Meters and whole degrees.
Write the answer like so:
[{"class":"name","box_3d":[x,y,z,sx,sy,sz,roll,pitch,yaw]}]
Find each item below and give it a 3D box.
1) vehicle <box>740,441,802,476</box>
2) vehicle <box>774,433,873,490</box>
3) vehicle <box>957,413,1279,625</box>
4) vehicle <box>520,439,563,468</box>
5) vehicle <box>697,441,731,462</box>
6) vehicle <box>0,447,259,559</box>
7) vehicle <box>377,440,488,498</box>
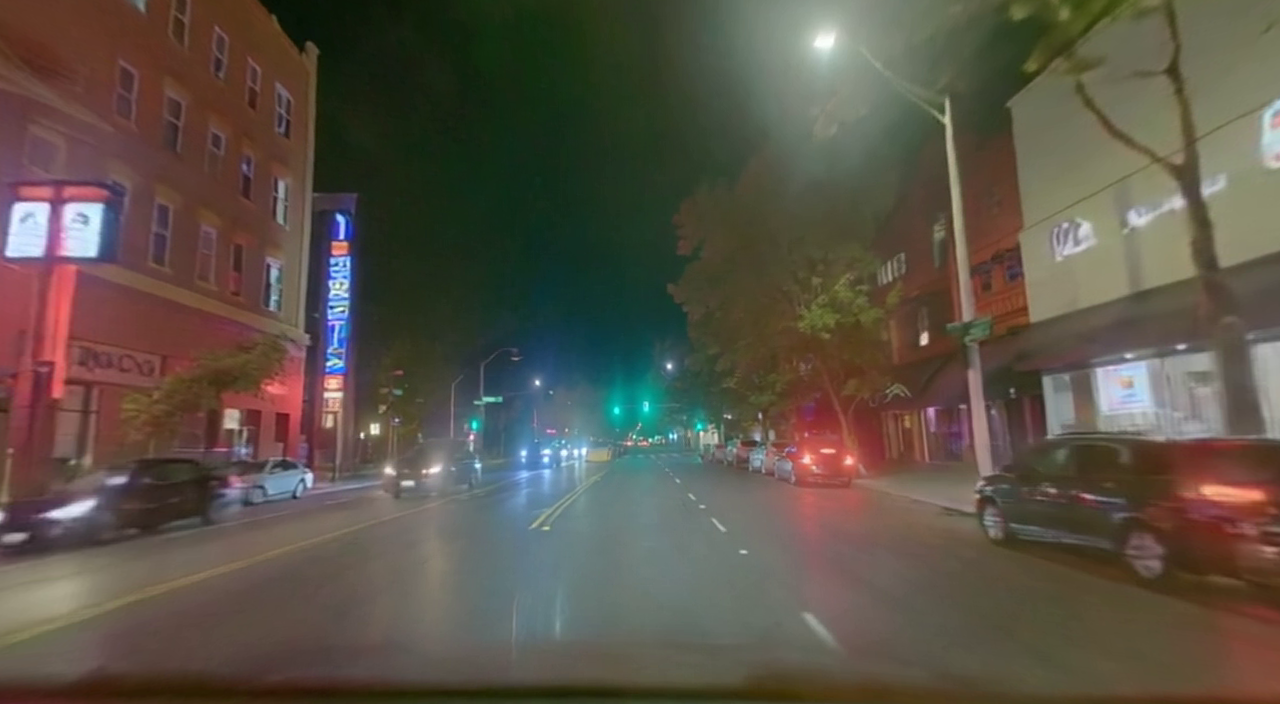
[{"class":"vehicle","box_3d":[5.869,4.832,28.874,1.834,1.454,4.410,0,-8,-1]},{"class":"vehicle","box_3d":[6.066,3.655,21.476,2.047,1.720,4.353,0,-8,0]},{"class":"vehicle","box_3d":[6.048,1.729,7.647,1.959,1.766,4.490,0,-8,-1]},{"class":"vehicle","box_3d":[-6.158,6.381,39.953,2.020,1.754,4.442,0,-8,0]},{"class":"vehicle","box_3d":[5.739,7.780,49.570,2.011,1.603,4.395,0,-8,-1]},{"class":"vehicle","box_3d":[-8.970,2.463,11.093,1.937,1.548,4.179,0,-8,0]},{"class":"vehicle","box_3d":[-6.132,3.473,19.259,1.898,1.532,4.337,0,-8,0]}]
